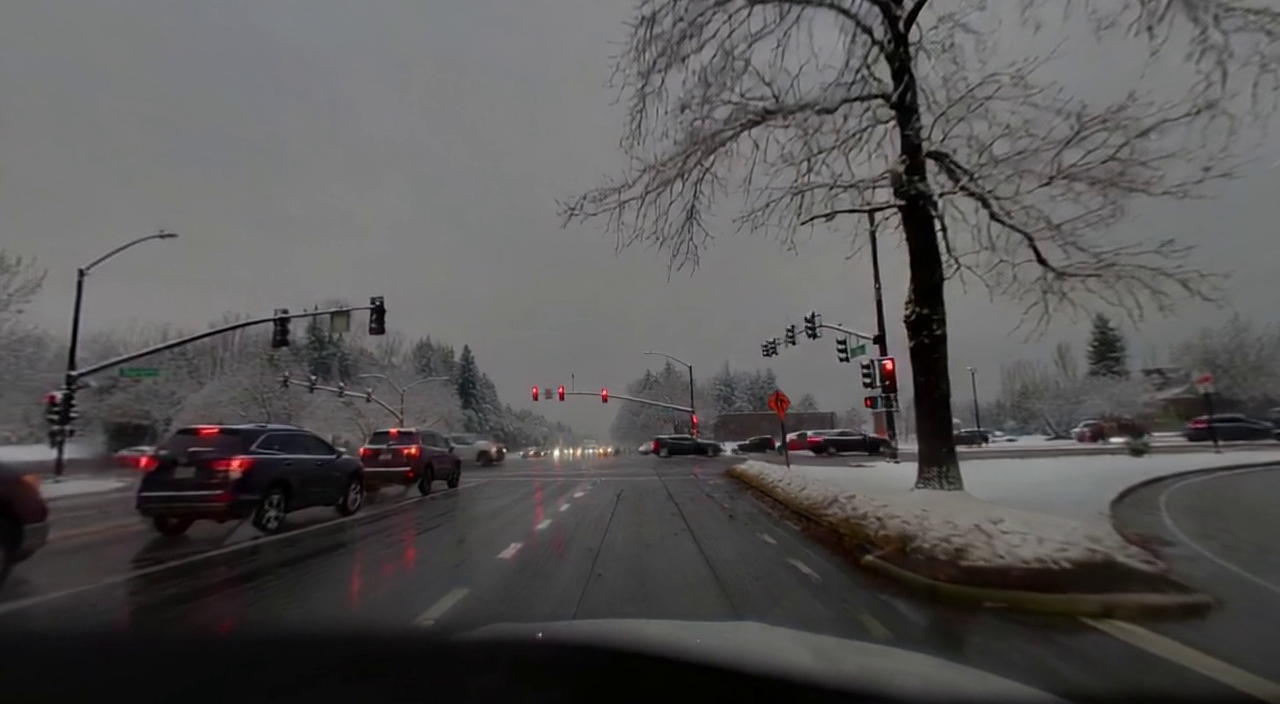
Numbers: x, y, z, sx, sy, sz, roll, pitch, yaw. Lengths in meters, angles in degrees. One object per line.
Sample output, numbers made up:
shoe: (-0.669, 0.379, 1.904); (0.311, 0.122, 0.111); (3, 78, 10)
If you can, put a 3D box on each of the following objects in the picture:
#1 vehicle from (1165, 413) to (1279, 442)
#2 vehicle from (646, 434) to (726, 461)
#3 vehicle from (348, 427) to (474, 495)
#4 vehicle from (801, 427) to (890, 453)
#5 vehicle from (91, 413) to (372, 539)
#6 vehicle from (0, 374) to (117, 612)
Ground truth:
vehicle: (34.042, 4.439, 36.931); (4.568, 1.605, 1.886); (-1, -9, 5)
vehicle: (2.610, 5.436, 35.864); (4.429, 1.489, 1.773); (-1, -9, 6)
vehicle: (-6.412, 3.143, 18.311); (1.785, 1.678, 4.729); (0, -9, 1)
vehicle: (12.487, 5.428, 38.631); (4.836, 1.508, 1.875); (-1, -9, 6)
vehicle: (-6.675, 2.101, 11.088); (1.967, 1.741, 4.385); (0, -9, 0)
vehicle: (-6.570, 0.912, 3.622); (2.381, 1.961, 5.407); (0, -9, 1)
